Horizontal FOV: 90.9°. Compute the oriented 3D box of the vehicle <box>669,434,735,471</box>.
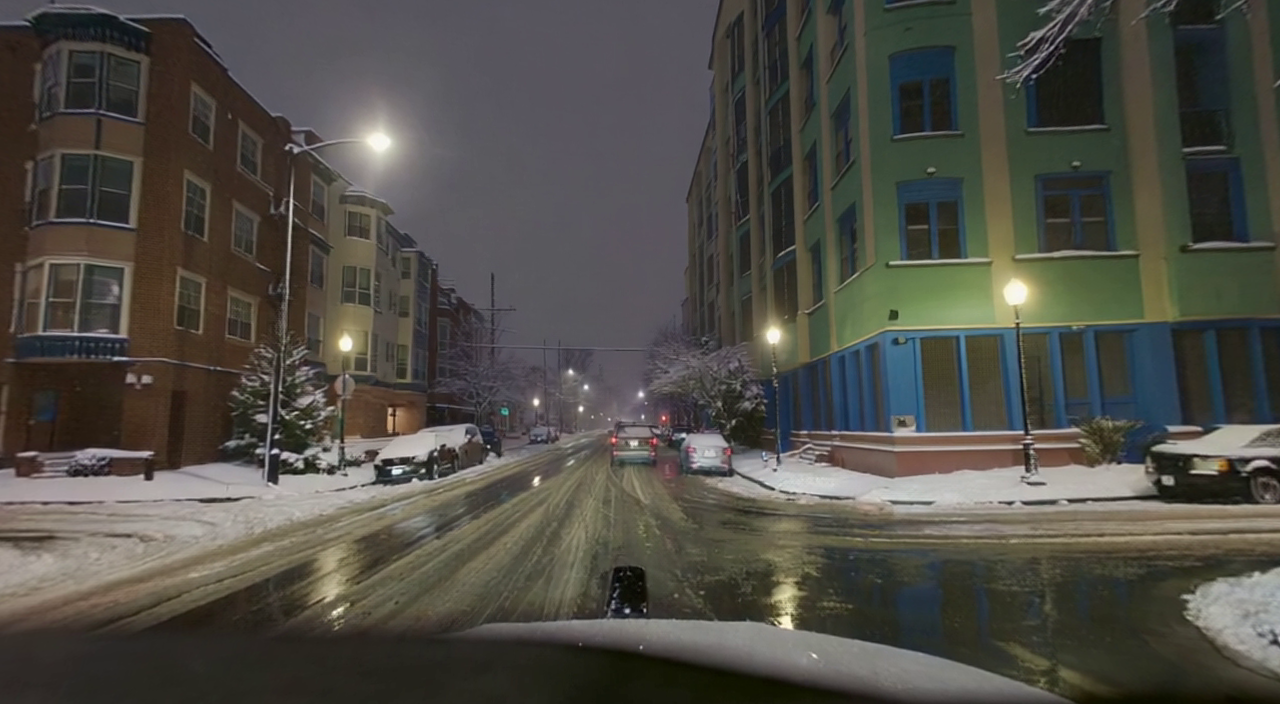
[{"bbox_3d":[2.541,4.298,27.056,2.290,1.456,4.503,0,-8,-1],"label":"vehicle"}]

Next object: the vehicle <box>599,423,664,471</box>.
[{"bbox_3d":[-0.477,4.048,26.958,2.412,1.834,4.636,1,-9,-5],"label":"vehicle"}]

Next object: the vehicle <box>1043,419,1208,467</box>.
[{"bbox_3d":[15.389,2.920,20.138,3.752,1.453,1.709,0,-9,2],"label":"vehicle"}]

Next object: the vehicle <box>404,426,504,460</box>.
[{"bbox_3d":[-11.439,5.596,38.868,5.540,1.950,2.113,4,-12,-28],"label":"vehicle"}]
